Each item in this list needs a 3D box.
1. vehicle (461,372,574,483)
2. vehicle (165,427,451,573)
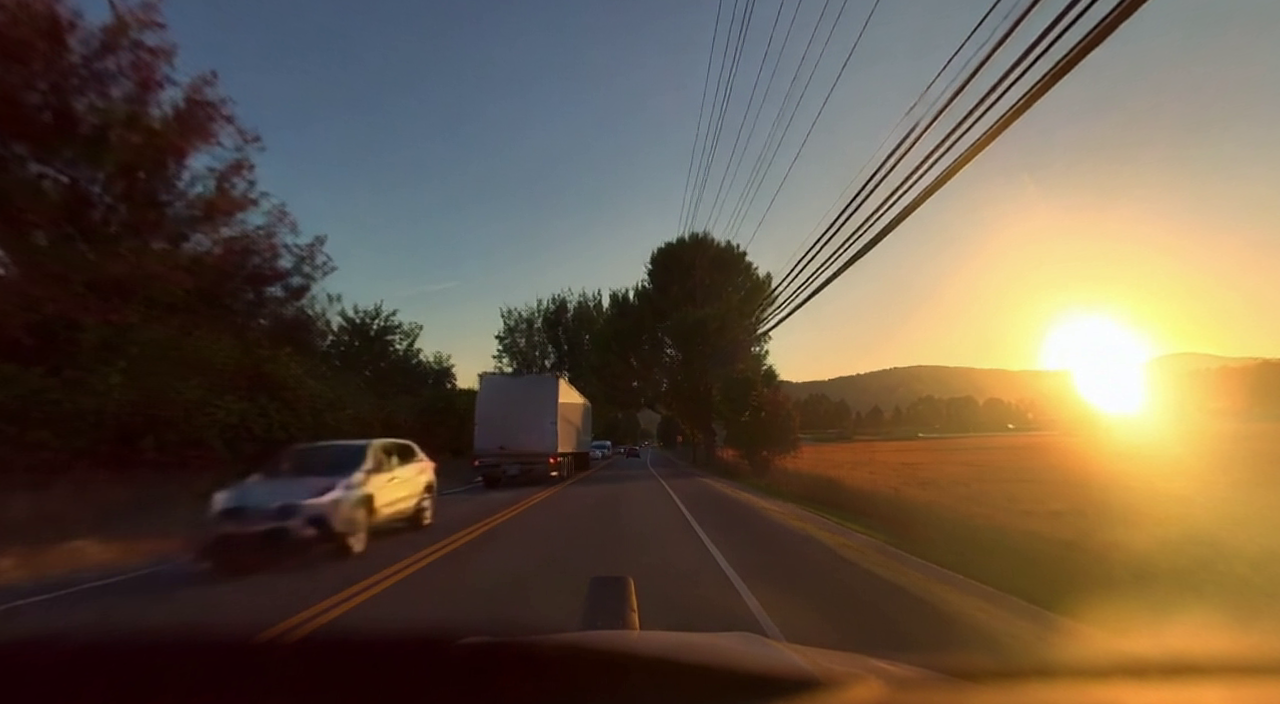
[{"bbox_3d":[-4.810,3.293,26.365,3.544,4.103,5.897,0,-10,-1],"label":"vehicle"},{"bbox_3d":[-4.685,2.089,9.910,2.100,1.664,4.451,-2,-8,0],"label":"vehicle"}]
